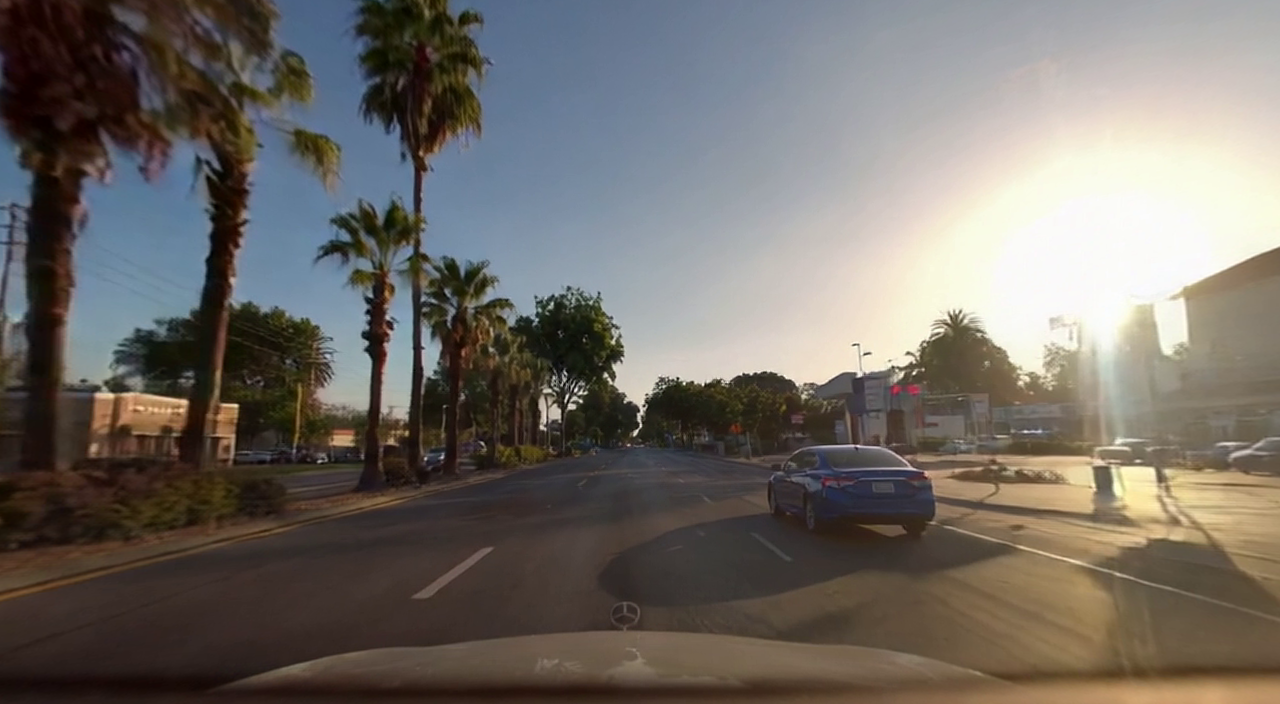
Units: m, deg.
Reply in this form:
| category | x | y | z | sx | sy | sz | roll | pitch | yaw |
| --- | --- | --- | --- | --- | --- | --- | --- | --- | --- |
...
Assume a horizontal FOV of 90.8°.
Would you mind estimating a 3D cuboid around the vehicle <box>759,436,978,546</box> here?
| category | x | y | z | sx | sy | sz | roll | pitch | yaw |
| --- | --- | --- | --- | --- | --- | --- | --- | --- | --- |
| vehicle | 3.467 | 2.167 | 10.616 | 1.978 | 1.442 | 4.262 | 0 | -8 | -2 |

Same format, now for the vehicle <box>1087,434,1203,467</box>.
| category | x | y | z | sx | sy | sz | roll | pitch | yaw |
| --- | --- | --- | --- | --- | --- | --- | --- | --- | --- |
| vehicle | 32.326 | 6.292 | 40.547 | 5.339 | 1.812 | 2.175 | -3 | -9 | 3 |
